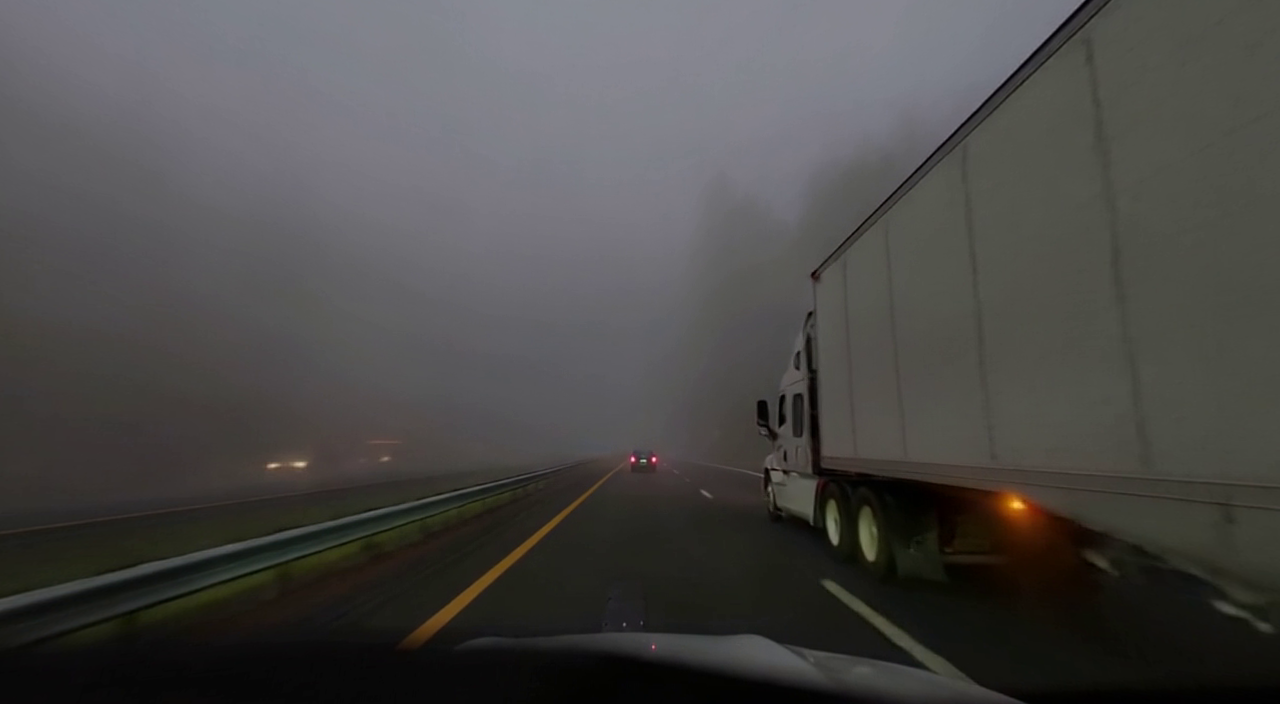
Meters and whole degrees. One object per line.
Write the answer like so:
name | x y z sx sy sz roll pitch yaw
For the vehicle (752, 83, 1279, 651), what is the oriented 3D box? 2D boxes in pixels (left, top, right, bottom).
vehicle | 3.809 0.604 8.454 3.032 3.821 8.547 0 -8 0

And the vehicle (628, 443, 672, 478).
vehicle | 0.440 5.174 30.390 1.968 1.515 4.025 0 -8 0

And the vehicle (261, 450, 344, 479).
vehicle | -18.916 6.280 35.630 1.968 1.464 4.756 -1 -8 1
